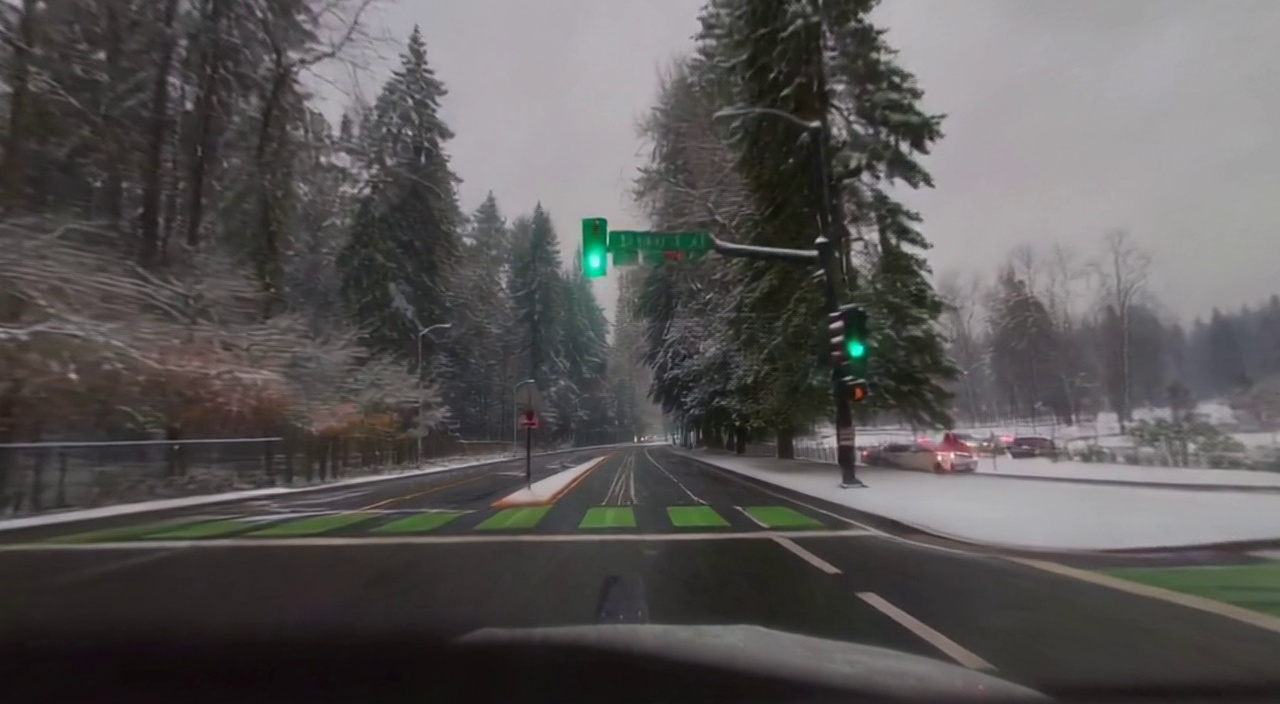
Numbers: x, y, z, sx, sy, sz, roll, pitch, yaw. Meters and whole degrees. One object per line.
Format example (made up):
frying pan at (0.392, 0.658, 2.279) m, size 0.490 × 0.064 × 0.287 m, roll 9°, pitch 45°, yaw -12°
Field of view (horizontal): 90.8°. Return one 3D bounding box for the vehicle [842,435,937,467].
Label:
vehicle at (14.506, 5.806, 36.951) m, size 4.725 × 1.716 × 2.003 m, roll 0°, pitch -11°, yaw 5°

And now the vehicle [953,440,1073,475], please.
vehicle at (15.573, 4.412, 26.526) m, size 3.914 × 1.415 × 1.626 m, roll 0°, pitch -9°, yaw 3°
